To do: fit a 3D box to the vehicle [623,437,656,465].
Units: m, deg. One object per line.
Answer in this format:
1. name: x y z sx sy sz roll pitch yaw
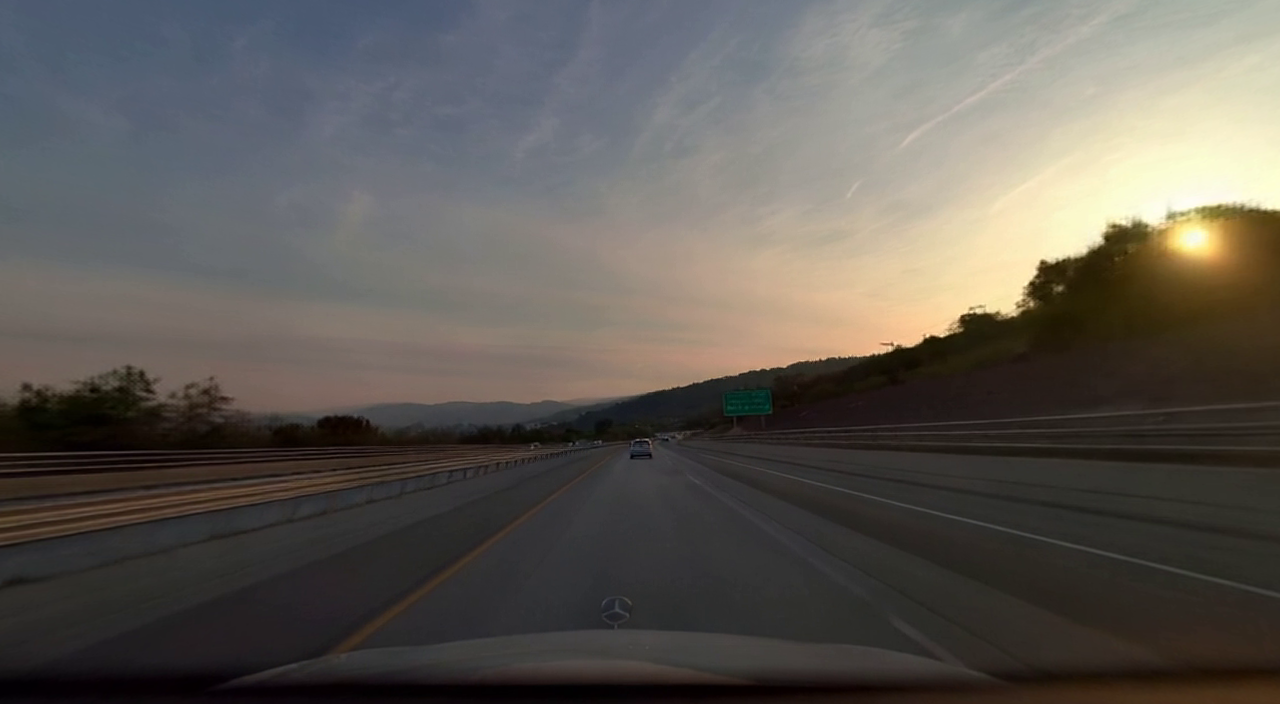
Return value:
1. vehicle: -0.060 6.554 41.779 2.059 1.696 4.165 0 -8 0
